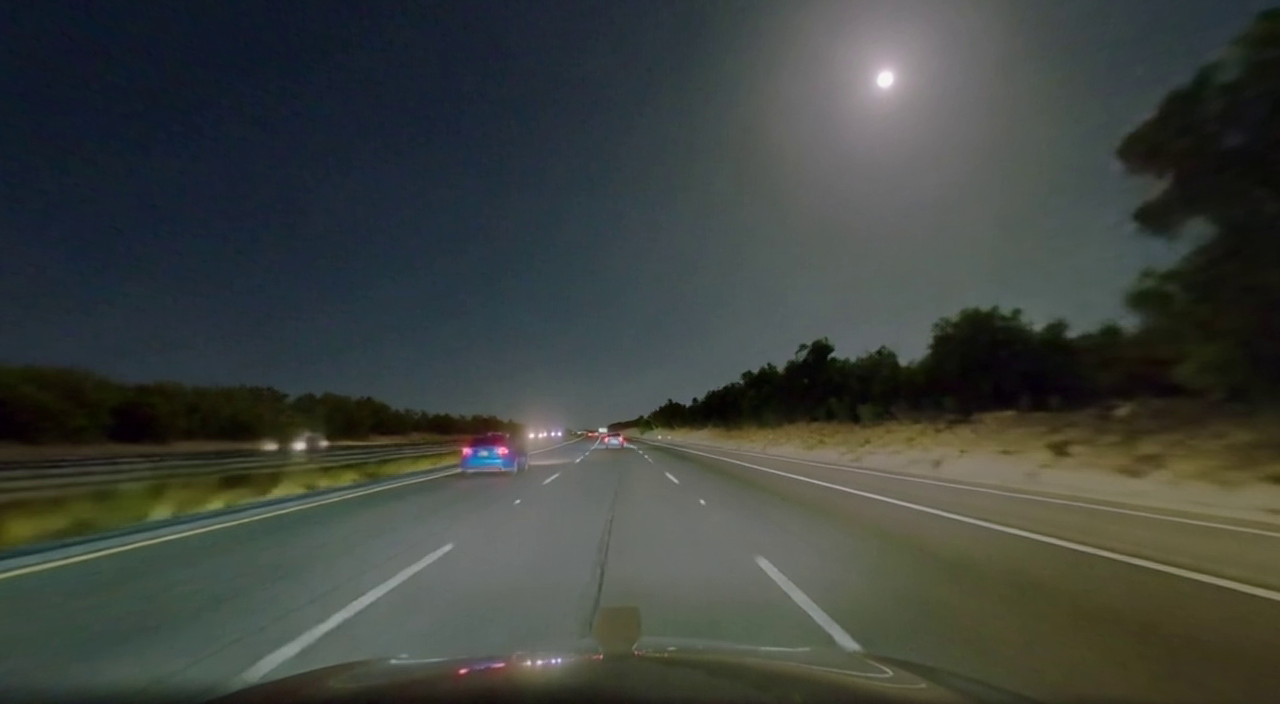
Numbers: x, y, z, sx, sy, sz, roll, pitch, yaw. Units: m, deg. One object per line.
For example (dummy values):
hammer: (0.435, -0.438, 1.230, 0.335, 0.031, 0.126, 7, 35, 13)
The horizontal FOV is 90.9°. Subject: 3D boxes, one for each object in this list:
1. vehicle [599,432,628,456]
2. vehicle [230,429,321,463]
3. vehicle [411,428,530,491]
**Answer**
vehicle: (-1.930, 6.608, 45.531, 1.997, 1.589, 4.179, 0, -8, -3)
vehicle: (-17.360, 4.476, 30.324, 1.815, 1.477, 4.510, 0, -8, -2)
vehicle: (-4.671, 3.035, 18.332, 2.141, 1.534, 5.099, 0, -8, -1)
